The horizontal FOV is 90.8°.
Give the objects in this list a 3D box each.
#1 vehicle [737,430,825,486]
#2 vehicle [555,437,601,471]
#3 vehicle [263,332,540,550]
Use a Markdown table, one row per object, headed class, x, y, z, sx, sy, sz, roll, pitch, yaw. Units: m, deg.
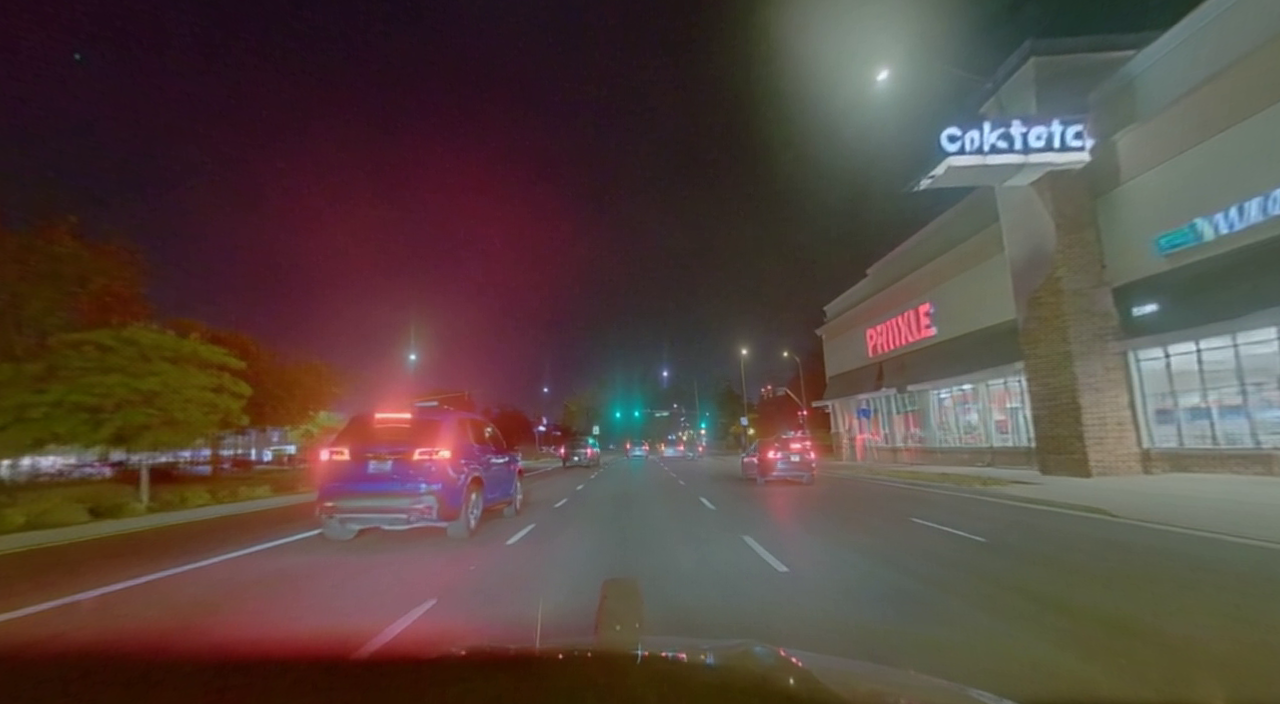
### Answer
| class | x | y | z | sx | sy | sz | roll | pitch | yaw |
| --- | --- | --- | --- | --- | --- | --- | --- | --- | --- |
| vehicle | 4.486 | 3.451 | 20.773 | 1.869 | 1.646 | 4.166 | 0 | -9 | -1 |
| vehicle | -3.364 | 5.650 | 35.159 | 2.030 | 1.724 | 4.365 | 0 | -9 | 1 |
| vehicle | -3.498 | 1.555 | 11.049 | 2.443 | 2.784 | 5.862 | 0 | -9 | 1 |
